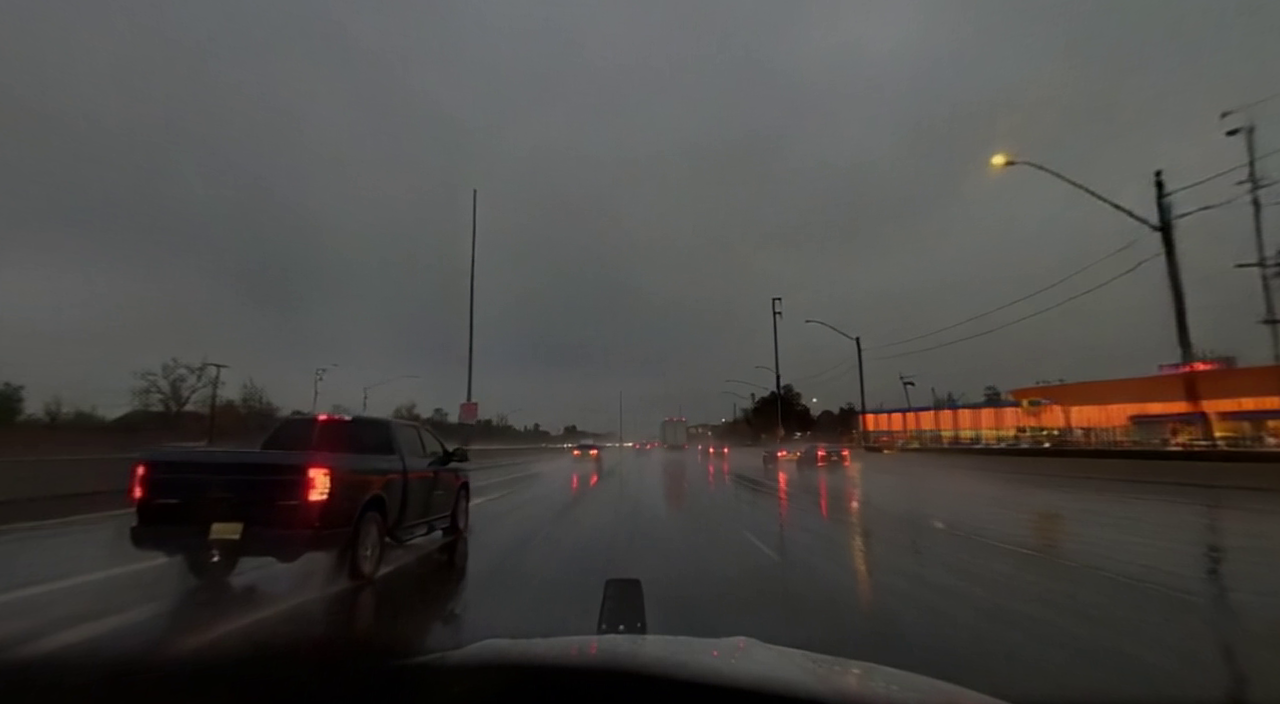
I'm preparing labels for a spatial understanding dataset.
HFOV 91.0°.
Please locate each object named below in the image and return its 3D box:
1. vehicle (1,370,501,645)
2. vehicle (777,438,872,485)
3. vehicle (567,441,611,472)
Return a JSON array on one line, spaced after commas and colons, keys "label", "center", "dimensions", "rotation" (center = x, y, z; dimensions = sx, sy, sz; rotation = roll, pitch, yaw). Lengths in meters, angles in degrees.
[{"label": "vehicle", "center": [-3.080, 1.357, 6.513], "dimensions": [2.130, 1.799, 4.583], "rotation": [0, -9, 1]}, {"label": "vehicle", "center": [6.407, 3.846, 22.428], "dimensions": [1.980, 1.501, 4.433], "rotation": [0, -9, -1]}, {"label": "vehicle", "center": [-2.652, 5.497, 33.420], "dimensions": [1.929, 1.521, 4.097], "rotation": [0, -9, 1]}]
